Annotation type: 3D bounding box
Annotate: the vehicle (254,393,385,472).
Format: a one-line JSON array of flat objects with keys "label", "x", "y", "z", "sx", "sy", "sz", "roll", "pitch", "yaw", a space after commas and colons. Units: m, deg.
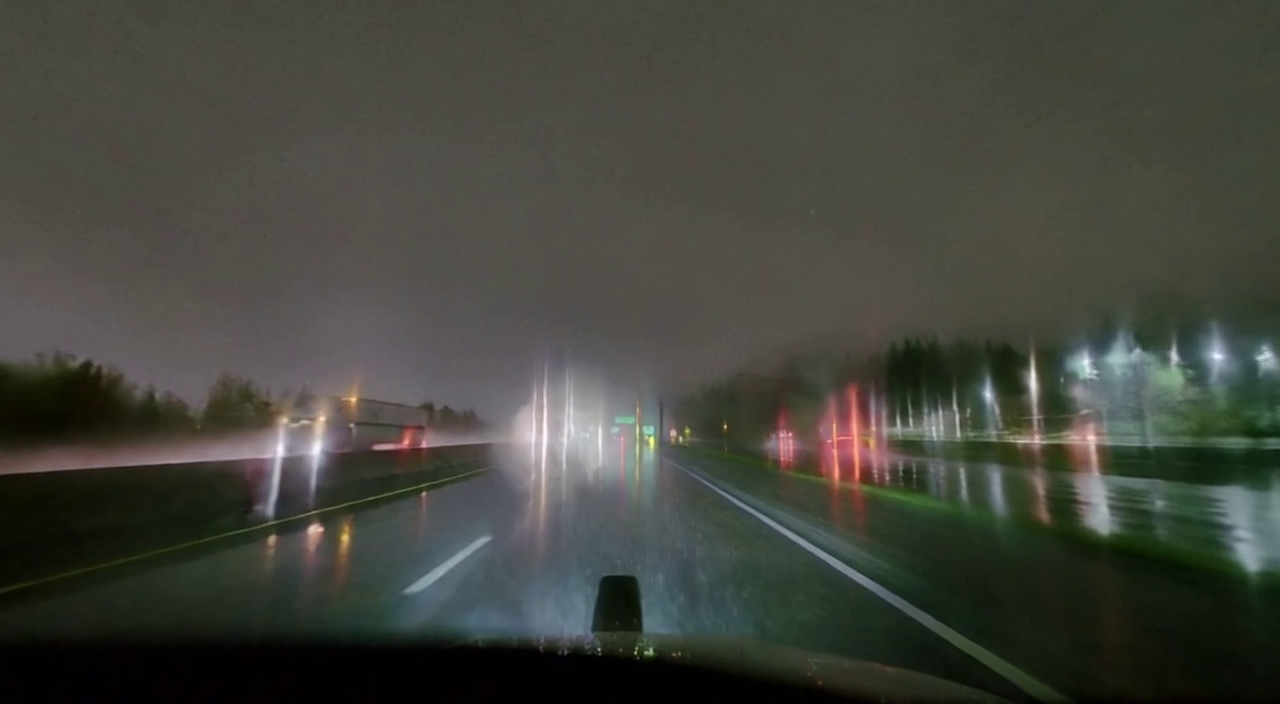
[{"label": "vehicle", "x": -17.734, "y": 4.627, "z": 35.786, "sx": 2.929, "sy": 3.911, "sz": 8.495, "roll": 1, "pitch": -8, "yaw": -1}]
